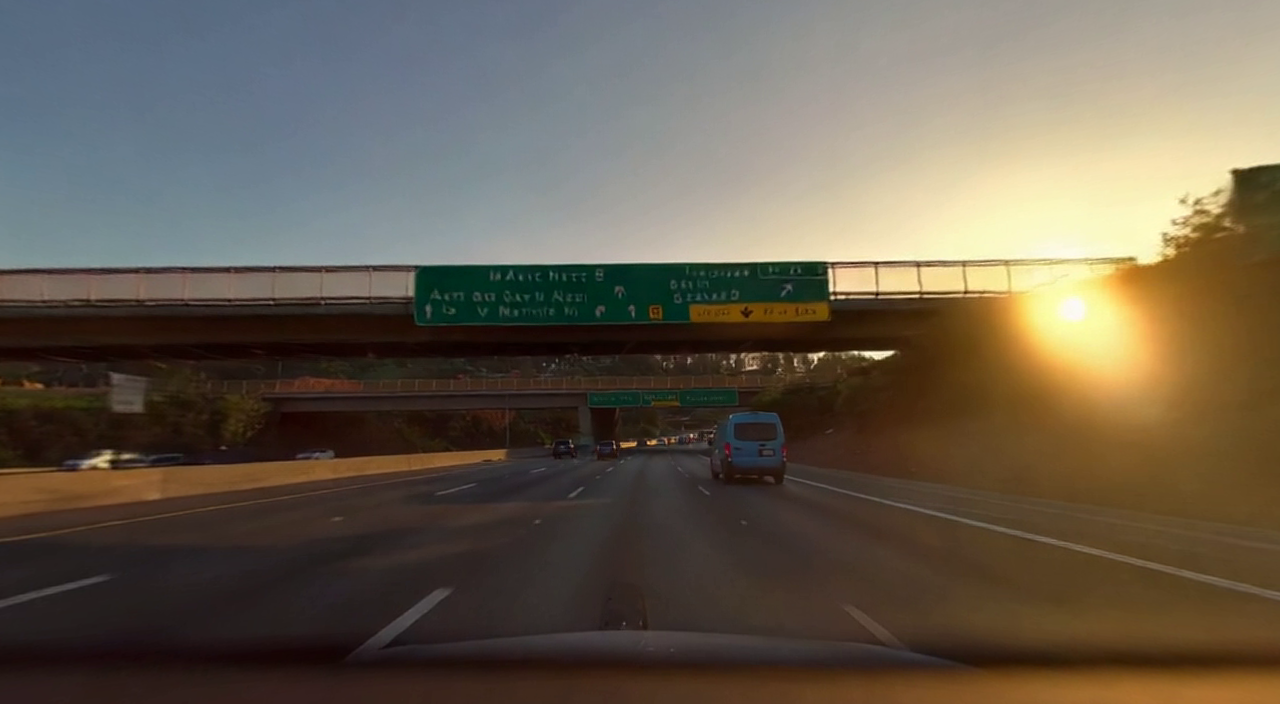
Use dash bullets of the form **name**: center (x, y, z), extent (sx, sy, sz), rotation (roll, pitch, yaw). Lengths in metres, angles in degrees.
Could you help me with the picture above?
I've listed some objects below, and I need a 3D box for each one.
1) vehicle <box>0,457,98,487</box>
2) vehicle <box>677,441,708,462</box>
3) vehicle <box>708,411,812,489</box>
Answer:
- **vehicle**: center (-34.034, 6.802, 36.065), extent (1.875, 1.493, 4.752), rotation (0, -8, 0)
- **vehicle**: center (3.900, 7.424, 47.207), extent (1.883, 1.456, 4.044), rotation (0, -8, -1)
- **vehicle**: center (3.784, 3.247, 21.087), extent (2.347, 2.234, 5.352), rotation (0, -8, -1)
